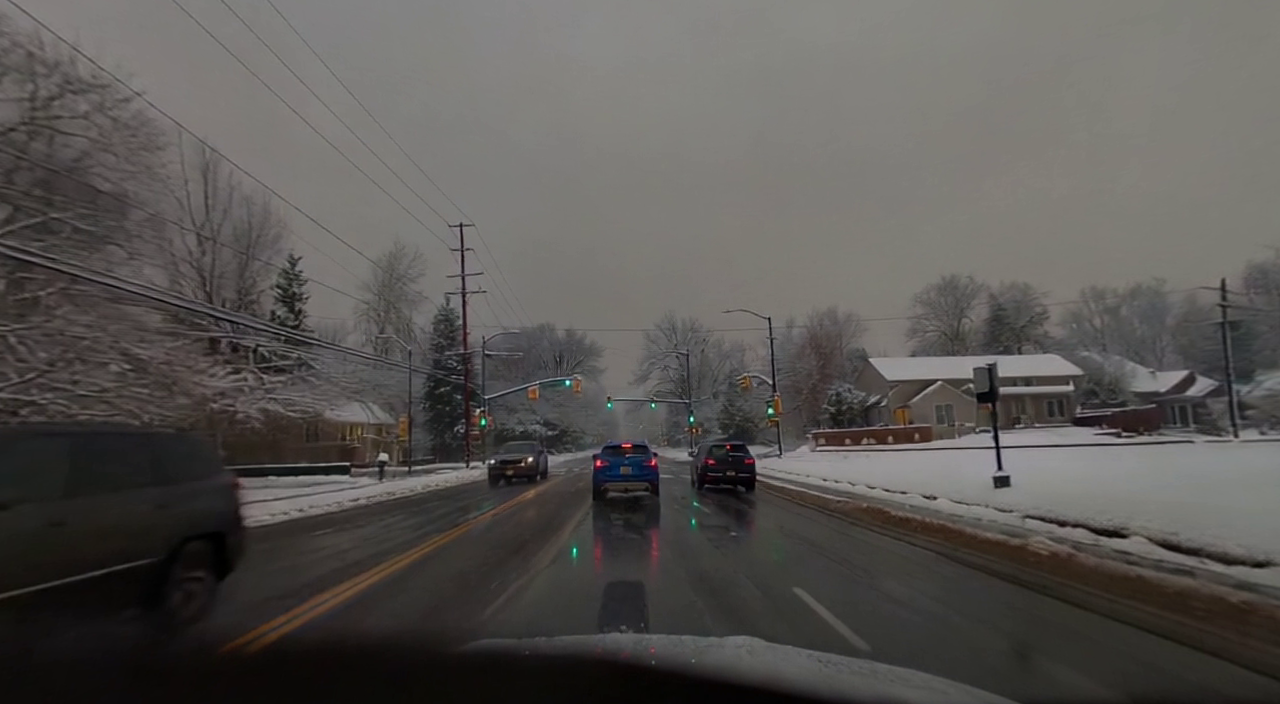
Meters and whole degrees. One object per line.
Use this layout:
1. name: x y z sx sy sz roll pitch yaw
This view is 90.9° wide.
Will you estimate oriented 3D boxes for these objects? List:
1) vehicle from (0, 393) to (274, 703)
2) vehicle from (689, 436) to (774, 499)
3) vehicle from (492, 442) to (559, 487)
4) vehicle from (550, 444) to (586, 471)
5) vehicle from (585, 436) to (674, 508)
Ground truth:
1. vehicle: -4.474 1.182 3.938 2.063 1.727 3.923 0 -8 -2
2. vehicle: 2.778 3.626 20.236 1.967 1.756 4.281 0 -8 -2
3. vehicle: -5.214 5.189 29.479 2.197 1.882 4.973 0 -8 0
4. vehicle: -5.629 8.320 49.953 2.292 1.995 4.751 0 -8 0
5. vehicle: -0.278 3.212 17.354 2.151 1.695 4.100 0 -8 -1
